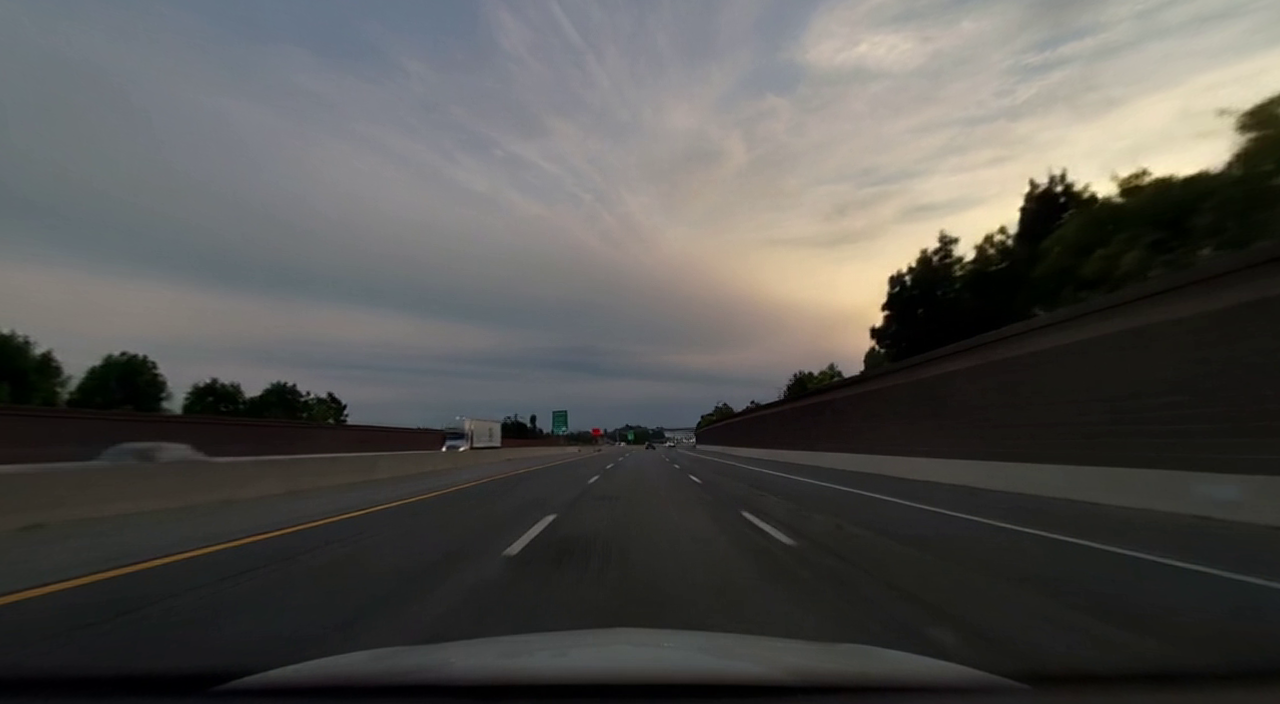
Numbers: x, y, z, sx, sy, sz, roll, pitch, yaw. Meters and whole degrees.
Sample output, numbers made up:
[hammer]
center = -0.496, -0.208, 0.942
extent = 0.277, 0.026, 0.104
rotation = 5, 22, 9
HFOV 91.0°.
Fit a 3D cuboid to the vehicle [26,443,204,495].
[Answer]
[vehicle]
center = -17.303, 3.834, 21.152
extent = 1.905, 1.489, 4.751
rotation = -1, -8, 0
